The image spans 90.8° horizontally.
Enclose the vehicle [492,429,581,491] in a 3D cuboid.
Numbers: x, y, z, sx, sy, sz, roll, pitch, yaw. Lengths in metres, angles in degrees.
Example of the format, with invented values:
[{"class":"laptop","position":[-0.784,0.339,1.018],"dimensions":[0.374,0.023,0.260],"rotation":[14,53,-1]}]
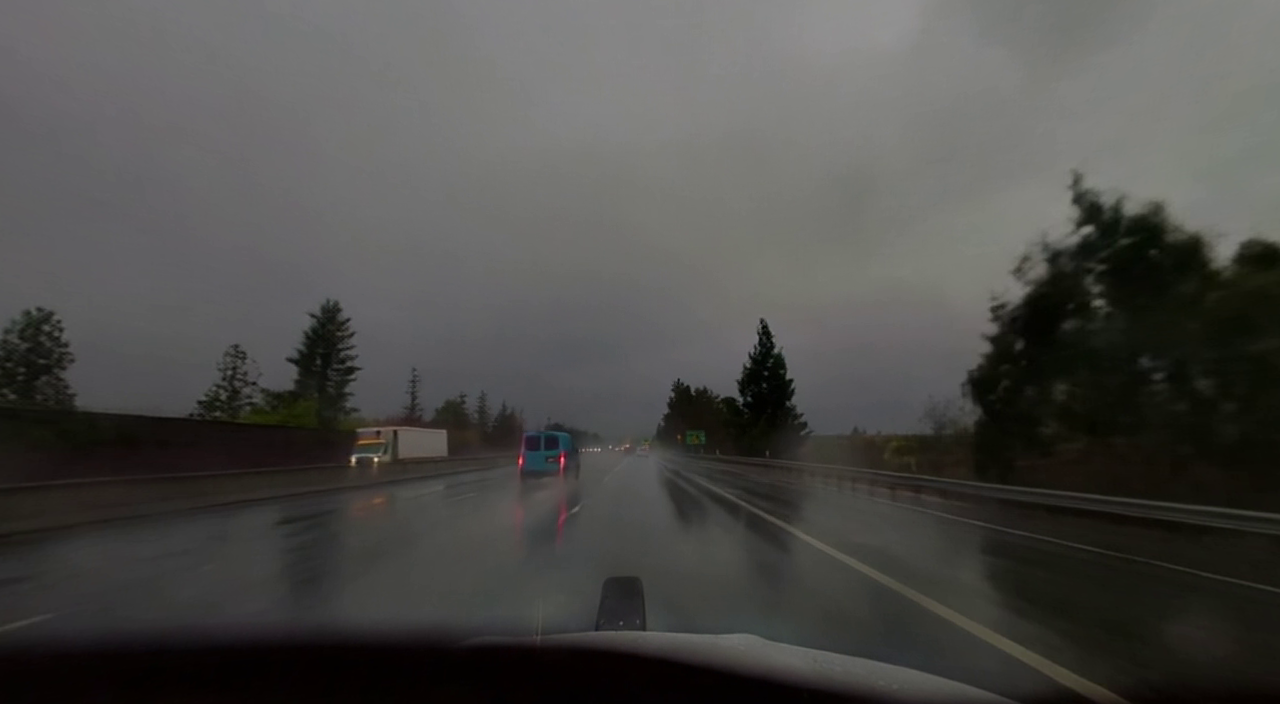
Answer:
[{"class":"vehicle","position":[-3.605,3.913,23.227],"dimensions":[2.349,1.973,5.419],"rotation":[0,-9,0]}]
